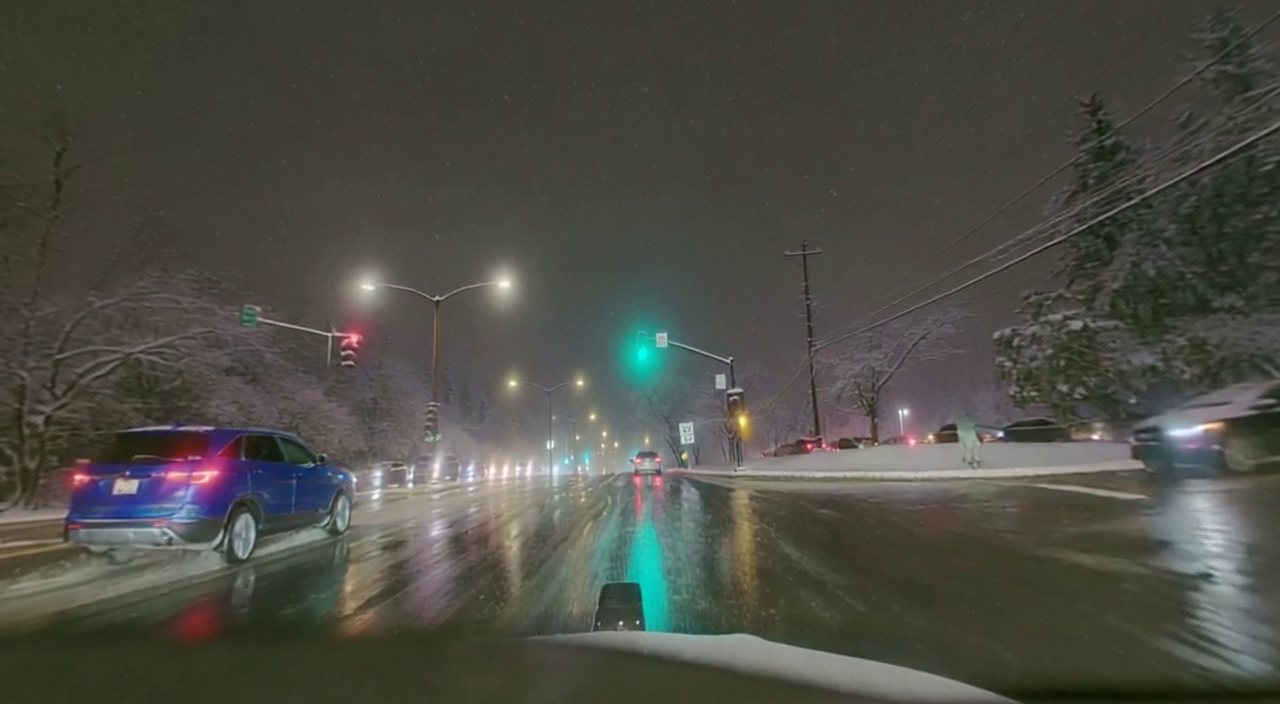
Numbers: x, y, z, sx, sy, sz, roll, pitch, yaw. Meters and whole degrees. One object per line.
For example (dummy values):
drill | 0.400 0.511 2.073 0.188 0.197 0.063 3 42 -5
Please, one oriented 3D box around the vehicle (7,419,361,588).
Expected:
vehicle | -6.176 2.041 9.398 2.027 1.908 4.273 0 -8 0

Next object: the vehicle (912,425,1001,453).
vehicle | 18.976 5.206 37.999 1.947 1.477 4.661 5 -8 -21

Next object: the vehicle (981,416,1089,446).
vehicle | 20.991 4.272 33.662 1.876 1.465 4.500 4 -9 -26

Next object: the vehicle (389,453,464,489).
vehicle | -12.129 6.757 36.252 2.167 1.799 5.682 0 -8 1

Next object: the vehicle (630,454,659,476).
vehicle | 0.330 8.388 47.115 2.091 1.494 3.962 0 -8 0

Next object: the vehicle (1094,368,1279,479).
vehicle | 12.129 1.312 11.911 5.357 1.845 2.151 -2 -8 -1

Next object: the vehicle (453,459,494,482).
vehicle | -11.975 8.533 45.539 1.871 1.539 3.929 0 -8 0

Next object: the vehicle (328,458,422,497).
vehicle | -11.479 5.491 27.666 2.149 1.527 4.691 0 -11 -1
